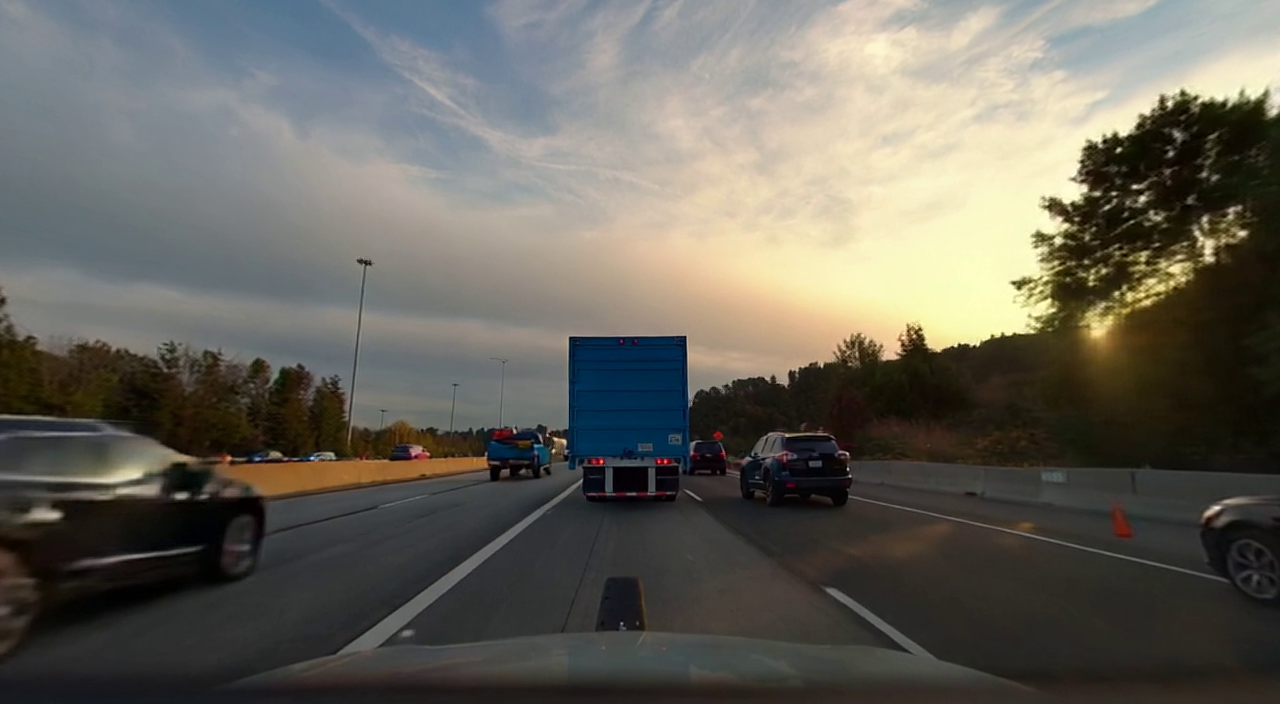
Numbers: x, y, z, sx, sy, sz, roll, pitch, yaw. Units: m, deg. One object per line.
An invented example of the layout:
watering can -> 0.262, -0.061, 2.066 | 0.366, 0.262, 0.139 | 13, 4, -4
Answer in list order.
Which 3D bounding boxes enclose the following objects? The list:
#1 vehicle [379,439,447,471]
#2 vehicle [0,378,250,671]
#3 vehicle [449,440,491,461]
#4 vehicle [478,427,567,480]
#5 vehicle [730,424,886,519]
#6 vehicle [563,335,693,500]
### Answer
vehicle -> -13.502, 6.128, 37.787 | 2.054, 1.708, 4.663 | 2, -8, 4
vehicle -> -4.876, 1.022, 3.735 | 2.095, 1.736, 4.529 | 0, -9, 1
vehicle -> -13.261, 7.686, 49.305 | 1.887, 1.511, 4.152 | 0, -9, 4
vehicle -> -4.727, 4.234, 26.471 | 2.421, 1.965, 5.980 | 0, -9, 1
vehicle -> 3.360, 2.488, 13.566 | 2.103, 1.713, 4.173 | 1, -9, -2
vehicle -> -0.426, 2.308, 20.200 | 3.067, 3.940, 10.154 | 1, -9, -2
